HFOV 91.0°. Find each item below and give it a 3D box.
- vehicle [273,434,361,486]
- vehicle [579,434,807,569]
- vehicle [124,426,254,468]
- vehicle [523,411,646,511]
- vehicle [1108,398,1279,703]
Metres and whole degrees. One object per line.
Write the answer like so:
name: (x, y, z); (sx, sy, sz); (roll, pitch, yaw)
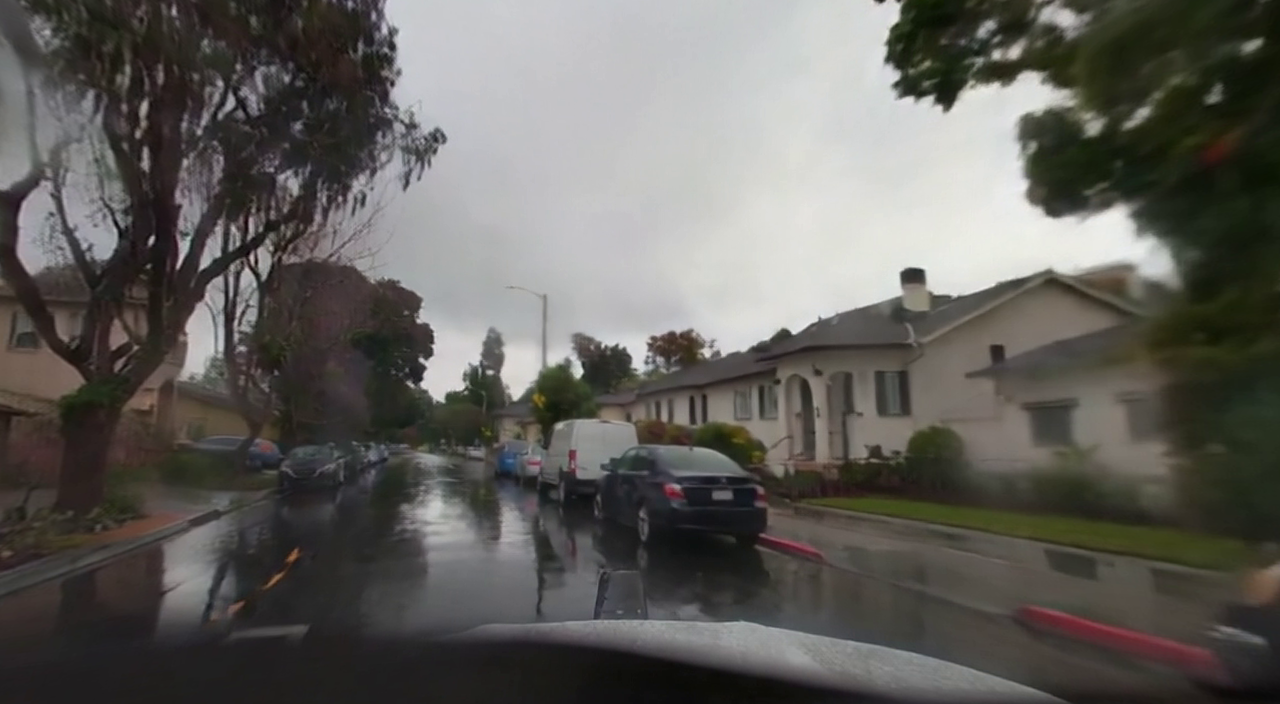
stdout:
vehicle: (-10.724, 3.592, 21.249); (1.908, 1.493, 4.806); (6, -10, -19)
vehicle: (0.501, 2.083, 9.876); (1.828, 1.442, 4.476); (2, -6, -20)
vehicle: (-19.457, 4.080, 27.387); (4.153, 1.550, 2.029); (3, -2, -20)
vehicle: (-1.605, 2.619, 16.211); (1.993, 2.129, 4.893); (2, -6, -19)
vehicle: (4.790, 1.108, 3.289); (4.030, 1.648, 1.827); (4, -9, -23)
